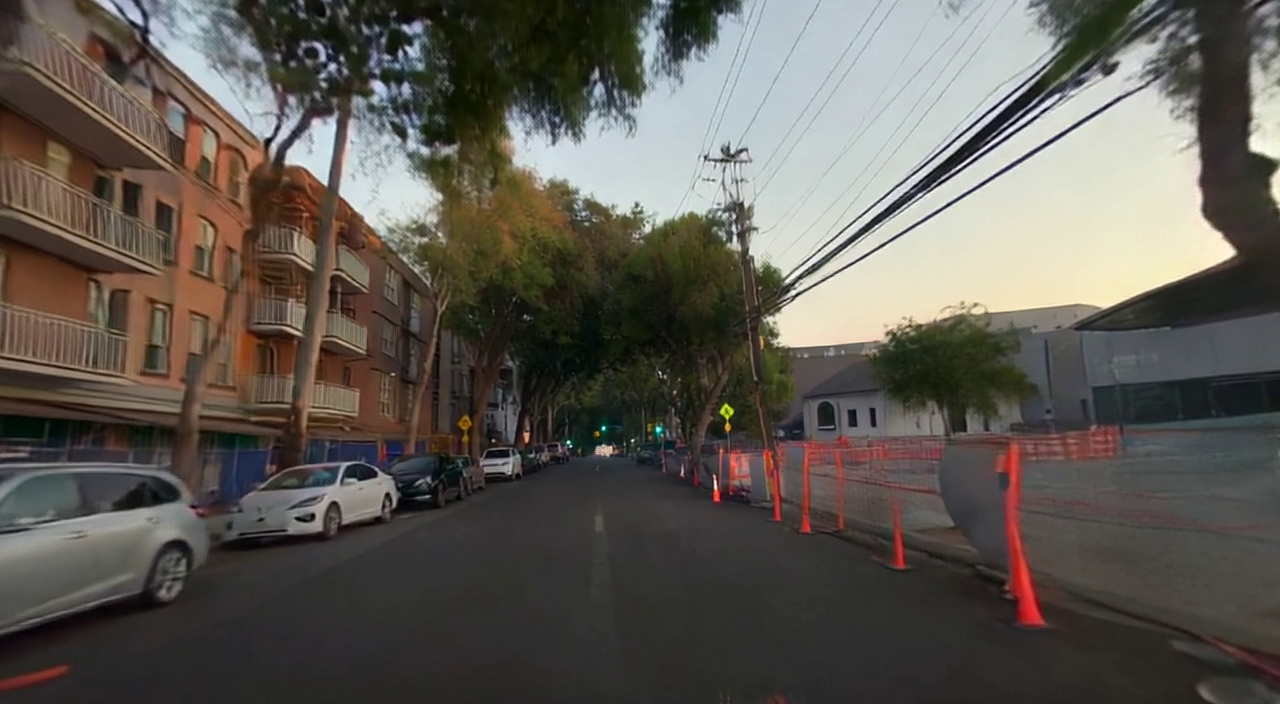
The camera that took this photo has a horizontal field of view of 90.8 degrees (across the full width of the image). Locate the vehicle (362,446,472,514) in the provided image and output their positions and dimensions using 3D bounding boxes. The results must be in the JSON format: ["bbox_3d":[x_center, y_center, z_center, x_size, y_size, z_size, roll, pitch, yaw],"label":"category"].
[{"bbox_3d":[-6.248,3.565,18.241,1.996,1.695,4.127,1,-8,-5],"label":"vehicle"}]

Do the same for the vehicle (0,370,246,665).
[{"bbox_3d":[-5.757,1.377,5.649,1.894,2.186,3.901,0,-8,-1],"label":"vehicle"}]

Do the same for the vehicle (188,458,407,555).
[{"bbox_3d":[-6.145,2.820,12.082,1.967,1.483,4.347,1,-10,-4],"label":"vehicle"}]

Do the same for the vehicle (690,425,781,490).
[{"bbox_3d":[3.015,3.613,21.075,1.994,1.857,4.393,1,-13,-5],"label":"vehicle"}]
